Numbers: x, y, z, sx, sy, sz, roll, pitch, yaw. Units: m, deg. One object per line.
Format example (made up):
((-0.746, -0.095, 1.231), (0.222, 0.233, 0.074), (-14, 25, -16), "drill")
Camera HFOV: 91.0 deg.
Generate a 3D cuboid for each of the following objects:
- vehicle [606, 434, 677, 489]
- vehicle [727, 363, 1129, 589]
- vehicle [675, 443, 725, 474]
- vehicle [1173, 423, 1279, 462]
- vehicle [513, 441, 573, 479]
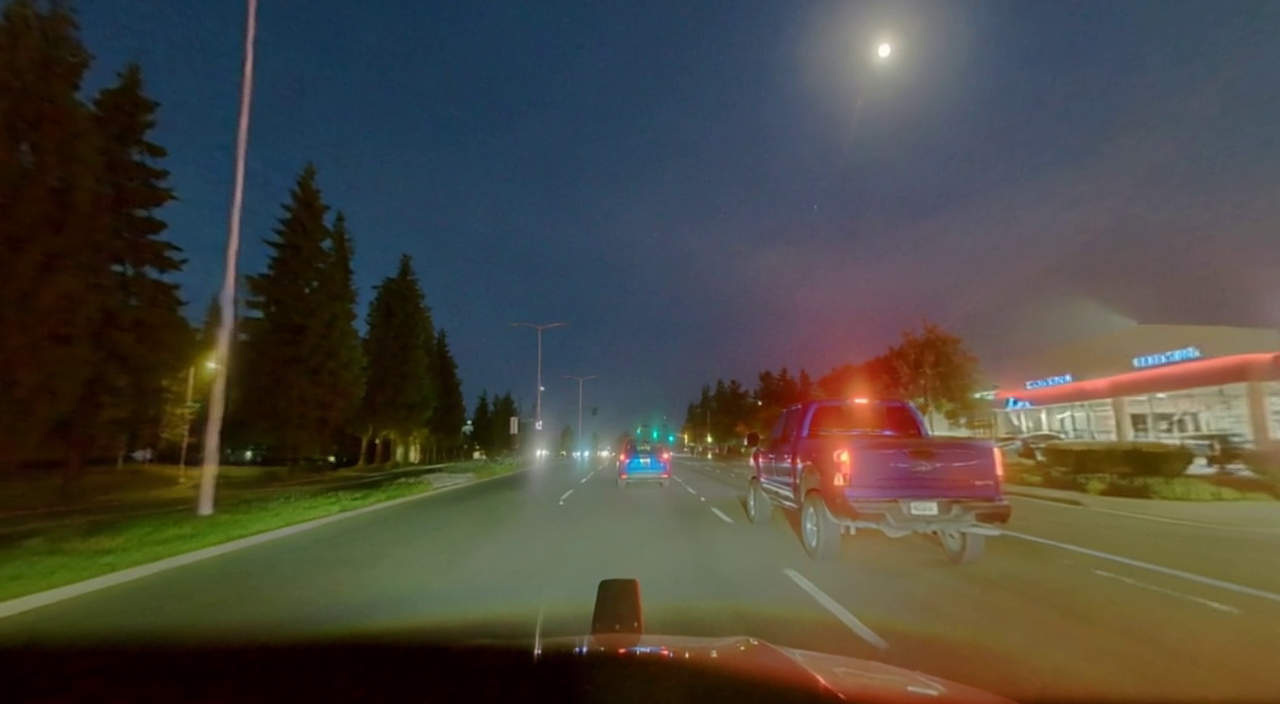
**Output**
((-0.001, 3.605, 21.058), (2.145, 1.650, 4.021), (0, -8, -2), "vehicle")
((3.125, 1.606, 8.993), (2.731, 2.101, 6.047), (0, -8, -2), "vehicle")
((2.943, 5.323, 31.733), (1.970, 1.464, 4.249), (0, -9, -2), "vehicle")
((28.851, 4.395, 30.584), (3.992, 1.669, 1.803), (-3, -9, 4), "vehicle")
((-4.057, 4.603, 27.021), (1.960, 1.475, 4.161), (0, -8, 0), "vehicle")
